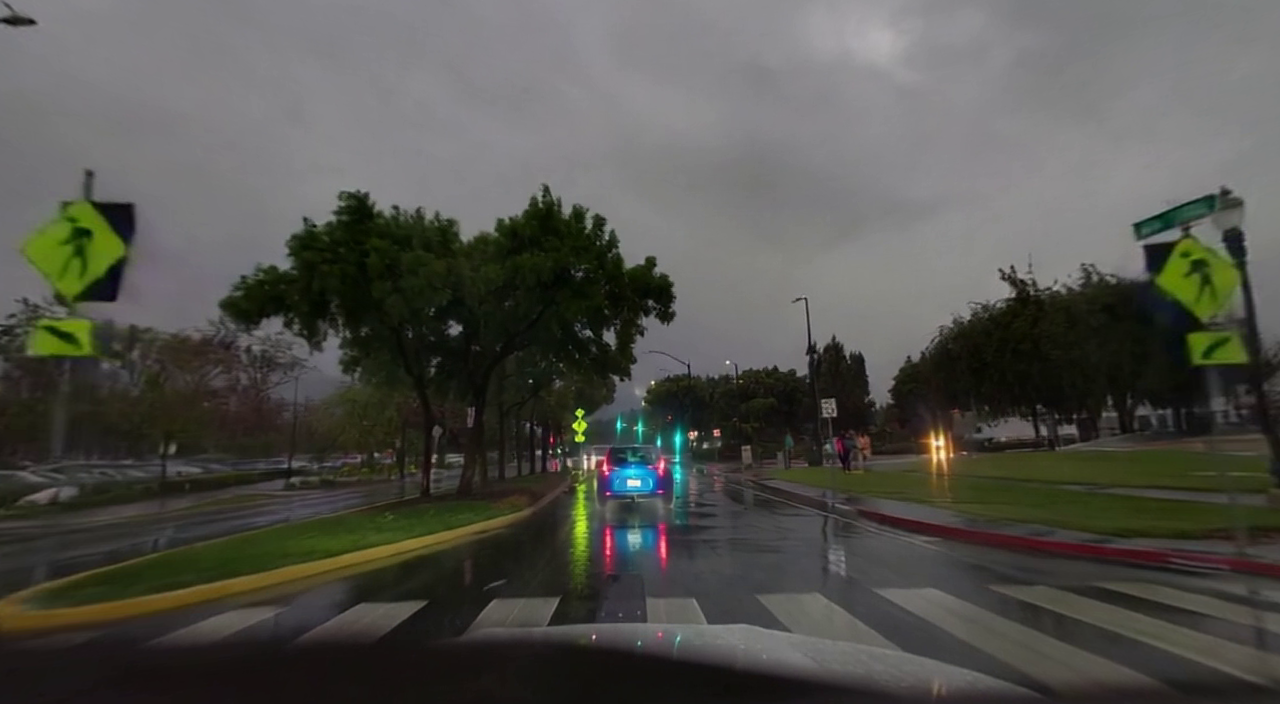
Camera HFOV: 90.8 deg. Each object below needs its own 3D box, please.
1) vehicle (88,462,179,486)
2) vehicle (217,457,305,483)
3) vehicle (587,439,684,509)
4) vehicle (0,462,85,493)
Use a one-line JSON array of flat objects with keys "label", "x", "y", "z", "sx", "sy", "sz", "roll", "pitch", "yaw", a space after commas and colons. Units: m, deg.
[{"label": "vehicle", "x": -35.375, "y": 8.546, "z": 44.246, "sx": 4.500, "sy": 1.542, "sz": 2.155, "roll": 0, "pitch": -9, "yaw": 0}, {"label": "vehicle", "x": -22.976, "y": 7.158, "z": 38.425, "sx": 4.038, "sy": 1.531, "sz": 2.015, "roll": 0, "pitch": -9, "yaw": -3}, {"label": "vehicle", "x": -0.161, "y": 3.137, "z": 16.715, "sx": 2.221, "sy": 1.570, "sz": 4.398, "roll": 0, "pitch": -9, "yaw": -2}, {"label": "vehicle", "x": -35.548, "y": 7.286, "z": 36.655, "sx": 4.466, "sy": 1.619, "sz": 2.319, "roll": 0, "pitch": -8, "yaw": -1}]
